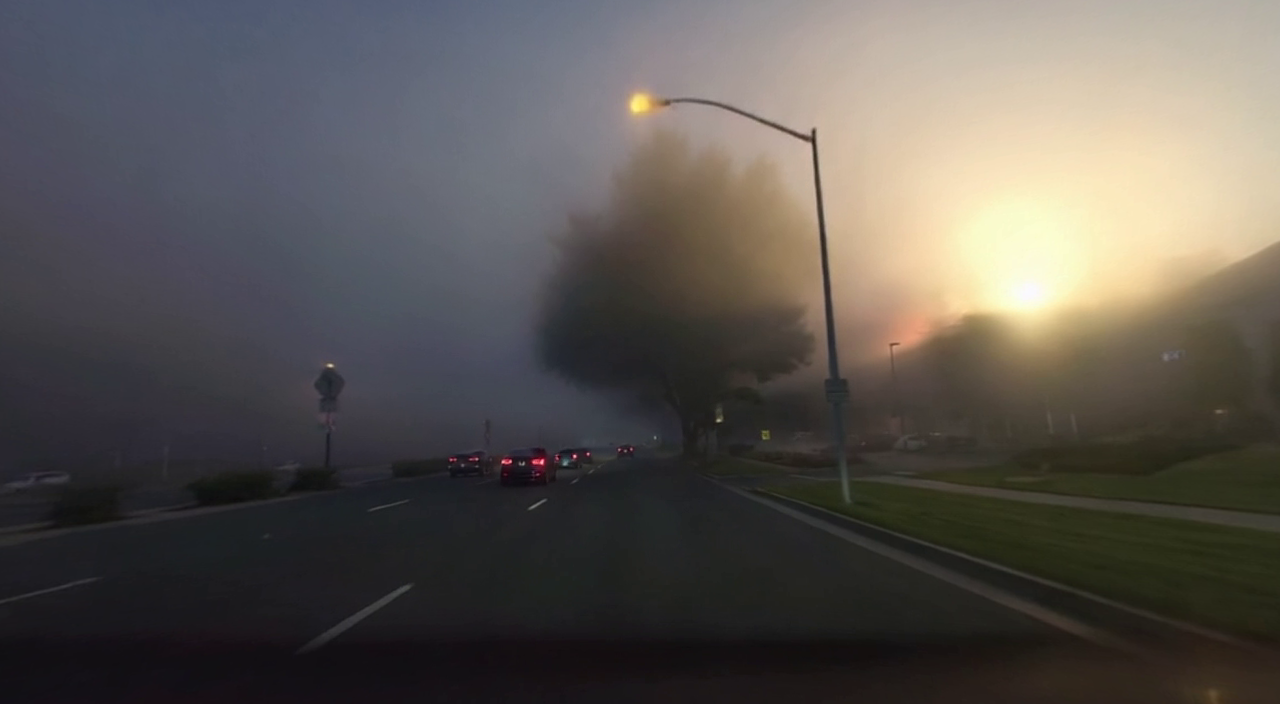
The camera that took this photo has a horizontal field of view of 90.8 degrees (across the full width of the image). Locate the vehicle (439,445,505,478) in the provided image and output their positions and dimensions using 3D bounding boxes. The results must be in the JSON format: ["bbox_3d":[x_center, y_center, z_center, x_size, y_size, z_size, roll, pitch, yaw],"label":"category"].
[{"bbox_3d":[-8.161,5.358,31.198,1.976,1.497,4.709,0,-9,0],"label":"vehicle"}]

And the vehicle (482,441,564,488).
[{"bbox_3d":[-4.017,3.949,22.526,2.011,1.483,4.596,0,-9,0],"label":"vehicle"}]
